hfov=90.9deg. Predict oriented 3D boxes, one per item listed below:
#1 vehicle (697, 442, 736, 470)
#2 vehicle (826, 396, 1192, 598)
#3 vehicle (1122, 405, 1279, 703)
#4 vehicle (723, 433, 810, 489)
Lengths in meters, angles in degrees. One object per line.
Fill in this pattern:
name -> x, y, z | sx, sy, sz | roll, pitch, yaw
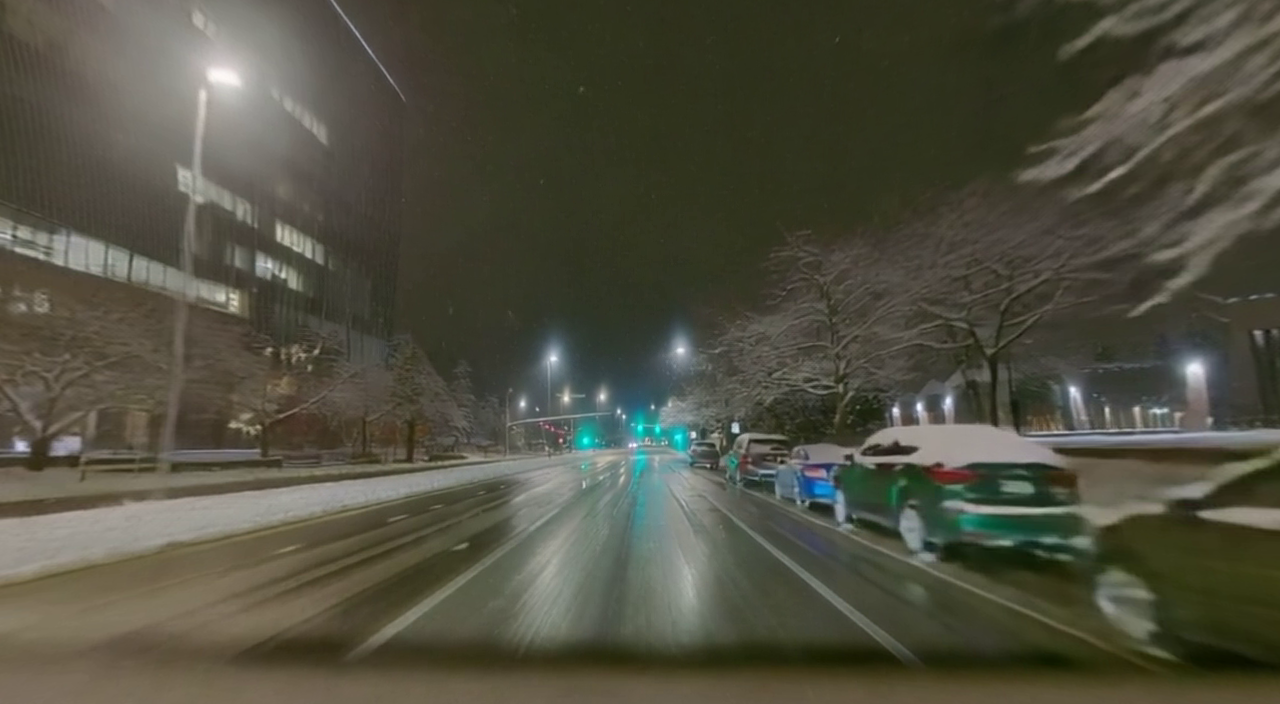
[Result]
vehicle -> 4.944, 6.780, 41.476 | 1.987, 1.718, 4.698 | 0, -8, 0
vehicle -> 4.222, 1.723, 8.508 | 1.995, 1.884, 5.003 | 0, -8, 2
vehicle -> 3.983, 0.869, 1.631 | 1.974, 1.534, 4.610 | 2, -8, 2
vehicle -> 4.538, 3.991, 23.442 | 2.198, 1.834, 4.963 | 0, -8, 0
